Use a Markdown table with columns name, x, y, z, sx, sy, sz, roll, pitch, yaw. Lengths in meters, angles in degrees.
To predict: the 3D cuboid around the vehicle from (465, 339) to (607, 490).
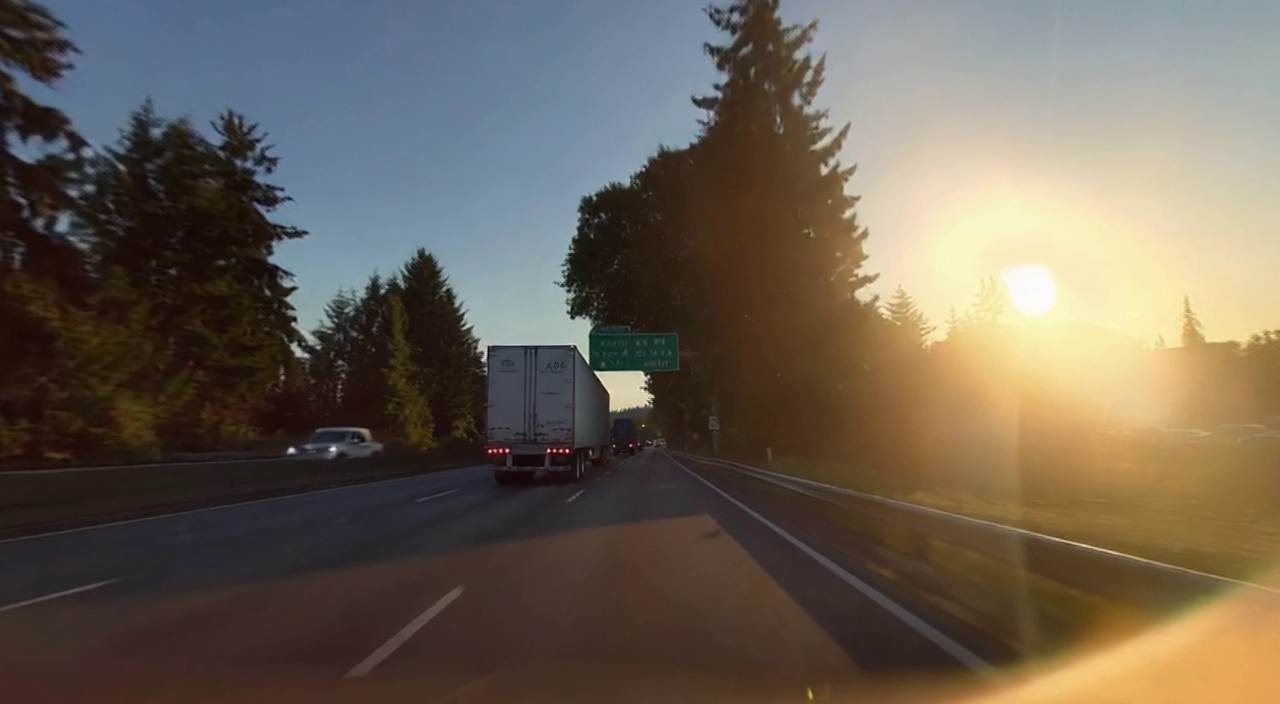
| name | x | y | z | sx | sy | sz | roll | pitch | yaw |
| --- | --- | --- | --- | --- | --- | --- | --- | --- | --- |
| vehicle | -3.166 | 2.695 | 24.126 | 2.947 | 4.051 | 14.256 | -1 | -8 | 0 |

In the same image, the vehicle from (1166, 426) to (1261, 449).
| name | x | y | z | sx | sy | sz | roll | pitch | yaw |
| --- | --- | --- | --- | --- | --- | --- | --- | --- | --- |
| vehicle | 37.414 | 5.597 | 41.108 | 4.327 | 1.491 | 1.869 | 0 | -8 | 1 |

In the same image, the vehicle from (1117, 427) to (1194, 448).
| name | x | y | z | sx | sy | sz | roll | pitch | yaw |
| --- | --- | --- | --- | --- | --- | --- | --- | --- | --- |
| vehicle | 37.567 | 6.247 | 45.880 | 3.971 | 1.532 | 1.788 | 0 | -8 | 3 |

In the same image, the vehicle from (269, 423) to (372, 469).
| name | x | y | z | sx | sy | sz | roll | pitch | yaw |
| --- | --- | --- | --- | --- | --- | --- | --- | --- | --- |
| vehicle | -14.460 | 4.307 | 28.829 | 2.131 | 1.914 | 4.745 | 0 | -8 | 1 |
